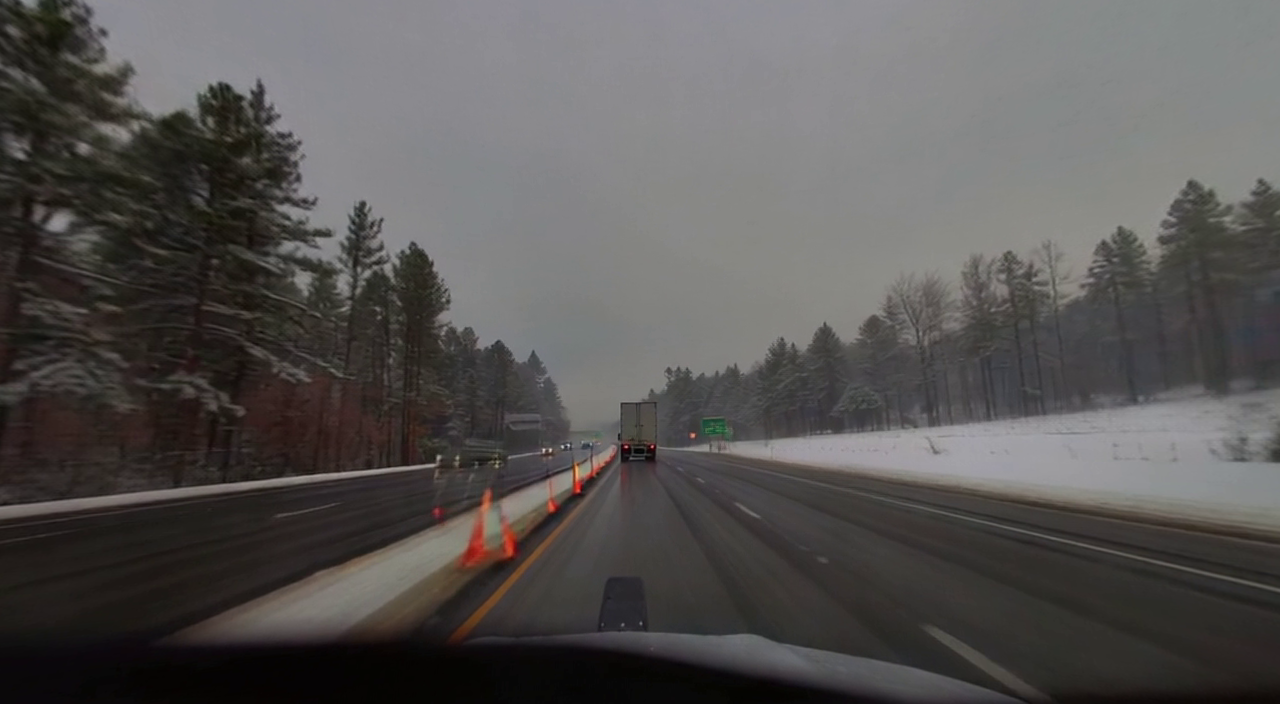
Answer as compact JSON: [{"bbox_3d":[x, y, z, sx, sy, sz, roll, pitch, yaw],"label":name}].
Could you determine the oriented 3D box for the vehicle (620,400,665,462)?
[{"bbox_3d":[-0.022,5.975,46.973,2.935,4.068,11.036,0,-8,-2],"label":"vehicle"}]
